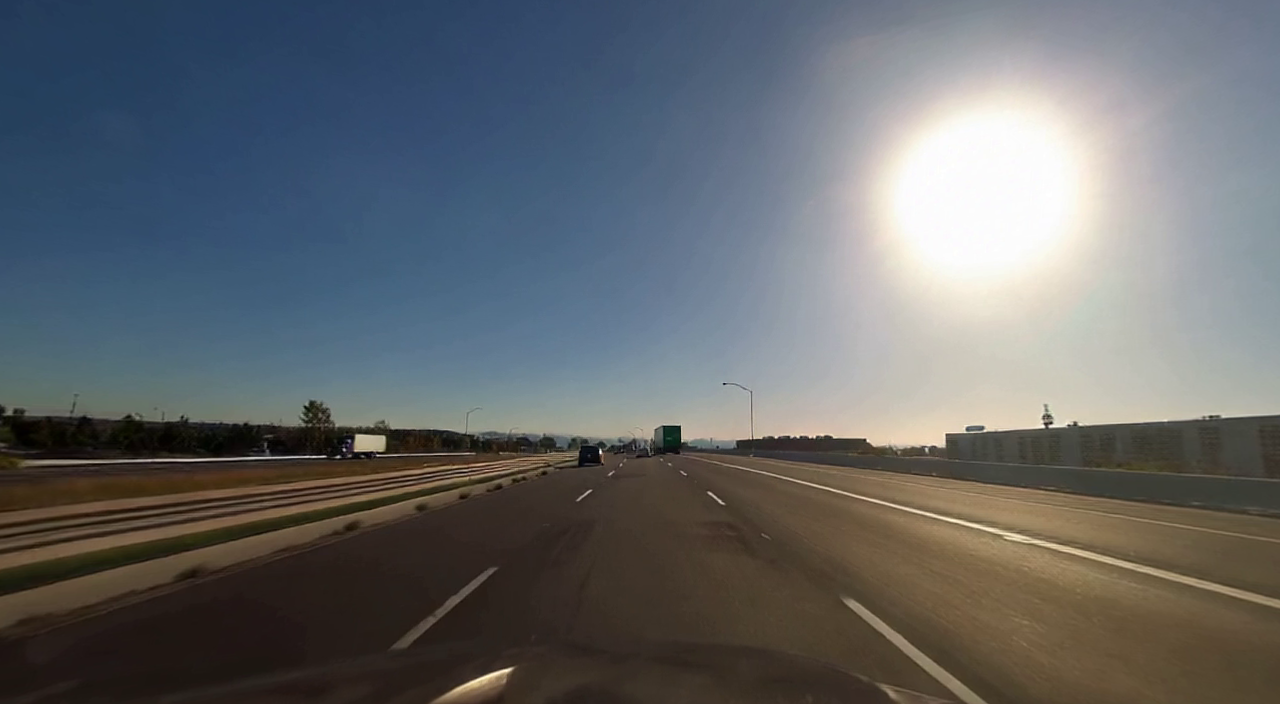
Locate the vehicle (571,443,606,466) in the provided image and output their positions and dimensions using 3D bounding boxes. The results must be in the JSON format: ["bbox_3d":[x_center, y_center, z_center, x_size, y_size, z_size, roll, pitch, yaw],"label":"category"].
[{"bbox_3d":[-3.731,7.490,46.181,2.113,1.548,4.532,0,-8,2],"label":"vehicle"}]
